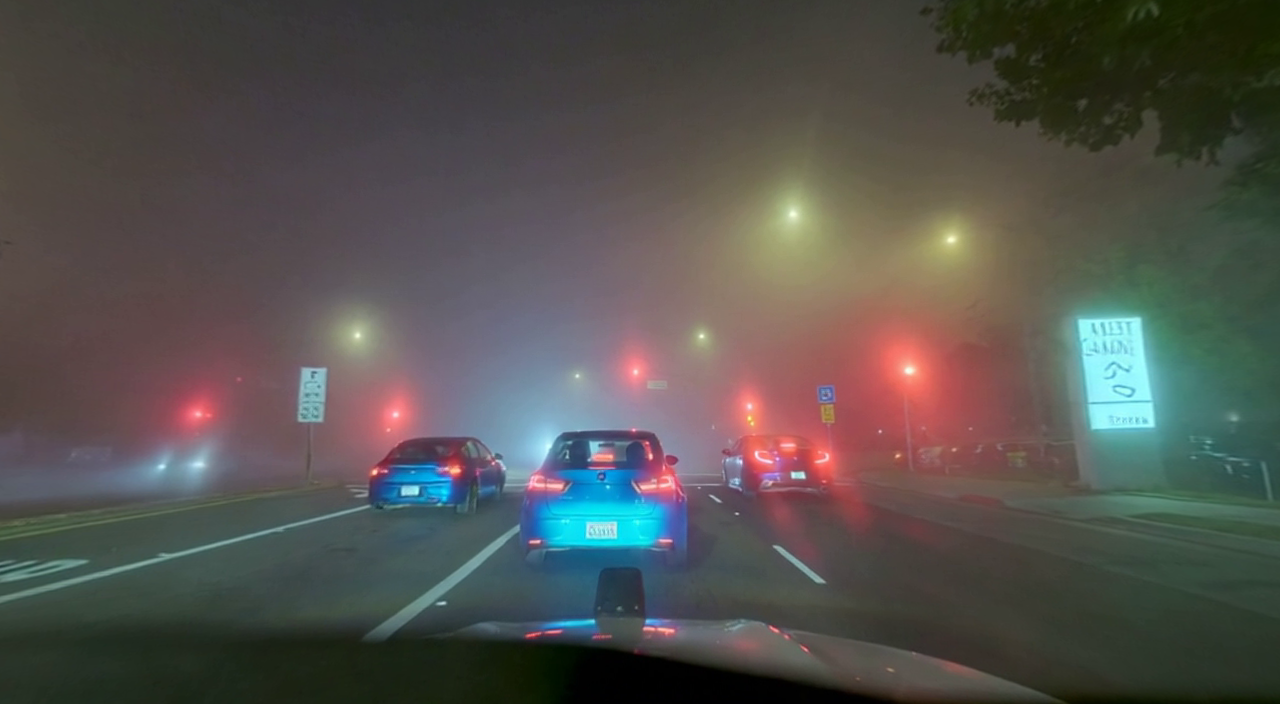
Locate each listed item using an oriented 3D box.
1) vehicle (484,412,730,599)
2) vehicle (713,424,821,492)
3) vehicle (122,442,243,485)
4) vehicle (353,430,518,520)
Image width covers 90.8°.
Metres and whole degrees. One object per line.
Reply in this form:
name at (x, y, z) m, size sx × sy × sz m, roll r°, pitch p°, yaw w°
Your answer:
vehicle at (-0.366, 1.583, 7.430) m, size 2.045 × 1.533 × 4.183 m, roll 0°, pitch -8°, yaw -3°
vehicle at (3.429, 2.974, 17.993) m, size 2.028 × 1.678 × 4.220 m, roll 0°, pitch -8°, yaw -2°
vehicle at (-20.180, 4.896, 28.169) m, size 1.982 × 1.712 × 4.511 m, roll 0°, pitch -8°, yaw 0°
vehicle at (-3.720, 2.300, 12.300) m, size 1.998 × 1.452 × 3.773 m, roll 0°, pitch -8°, yaw -1°
